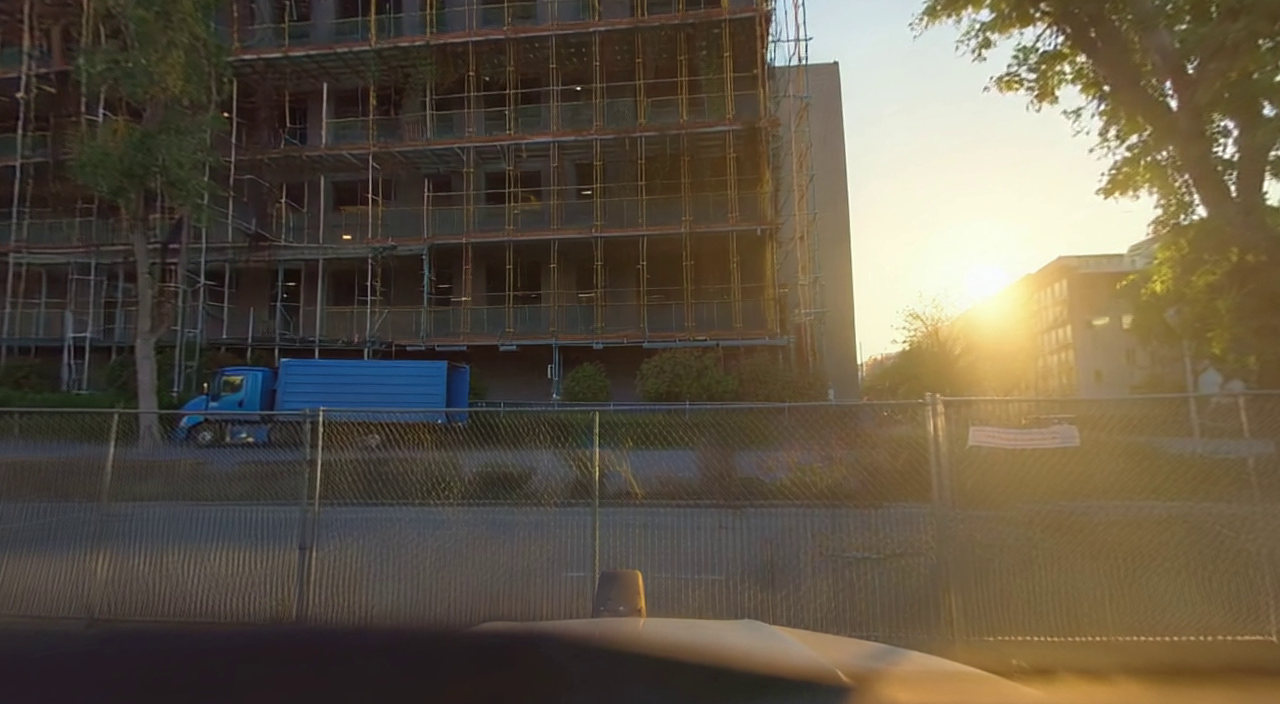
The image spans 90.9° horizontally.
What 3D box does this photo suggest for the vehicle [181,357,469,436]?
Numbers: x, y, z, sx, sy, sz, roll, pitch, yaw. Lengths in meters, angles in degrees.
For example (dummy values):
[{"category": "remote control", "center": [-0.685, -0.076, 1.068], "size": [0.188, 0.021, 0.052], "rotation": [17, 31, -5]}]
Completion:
[{"category": "vehicle", "center": [-17.056, 2.623, 35.316], "size": [14.067, 4.099, 2.832], "rotation": [1, -9, -7]}]
